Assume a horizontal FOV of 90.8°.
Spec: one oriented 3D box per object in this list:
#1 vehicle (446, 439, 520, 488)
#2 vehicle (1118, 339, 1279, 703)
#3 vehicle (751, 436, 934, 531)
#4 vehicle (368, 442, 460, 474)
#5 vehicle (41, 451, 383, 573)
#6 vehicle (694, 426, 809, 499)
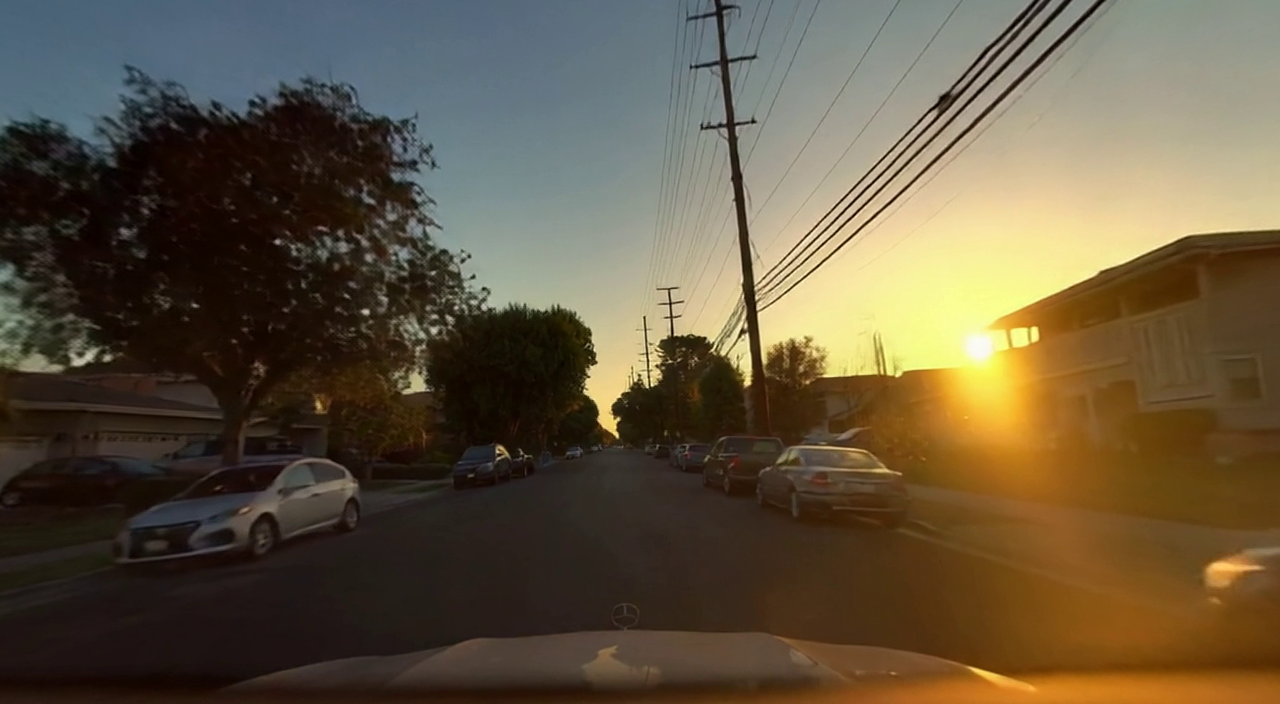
[{"bbox_3d":[-6.632,4.758,27.117,2.118,1.753,4.377,-4,-9,-2],"label":"vehicle"},{"bbox_3d":[3.521,0.573,0.699,2.247,1.618,4.655,2,-8,-2],"label":"vehicle"},{"bbox_3d":[3.561,2.386,12.148,1.848,1.436,4.582,0,-8,-2],"label":"vehicle"},{"bbox_3d":[-13.606,6.373,38.209,4.729,1.831,2.174,0,-9,-1],"label":"vehicle"},{"bbox_3d":[-6.279,2.354,10.240,2.199,1.439,4.757,-1,-9,0],"label":"vehicle"},{"bbox_3d":[3.023,3.169,18.574,2.122,1.809,5.421,0,-8,-3],"label":"vehicle"}]
